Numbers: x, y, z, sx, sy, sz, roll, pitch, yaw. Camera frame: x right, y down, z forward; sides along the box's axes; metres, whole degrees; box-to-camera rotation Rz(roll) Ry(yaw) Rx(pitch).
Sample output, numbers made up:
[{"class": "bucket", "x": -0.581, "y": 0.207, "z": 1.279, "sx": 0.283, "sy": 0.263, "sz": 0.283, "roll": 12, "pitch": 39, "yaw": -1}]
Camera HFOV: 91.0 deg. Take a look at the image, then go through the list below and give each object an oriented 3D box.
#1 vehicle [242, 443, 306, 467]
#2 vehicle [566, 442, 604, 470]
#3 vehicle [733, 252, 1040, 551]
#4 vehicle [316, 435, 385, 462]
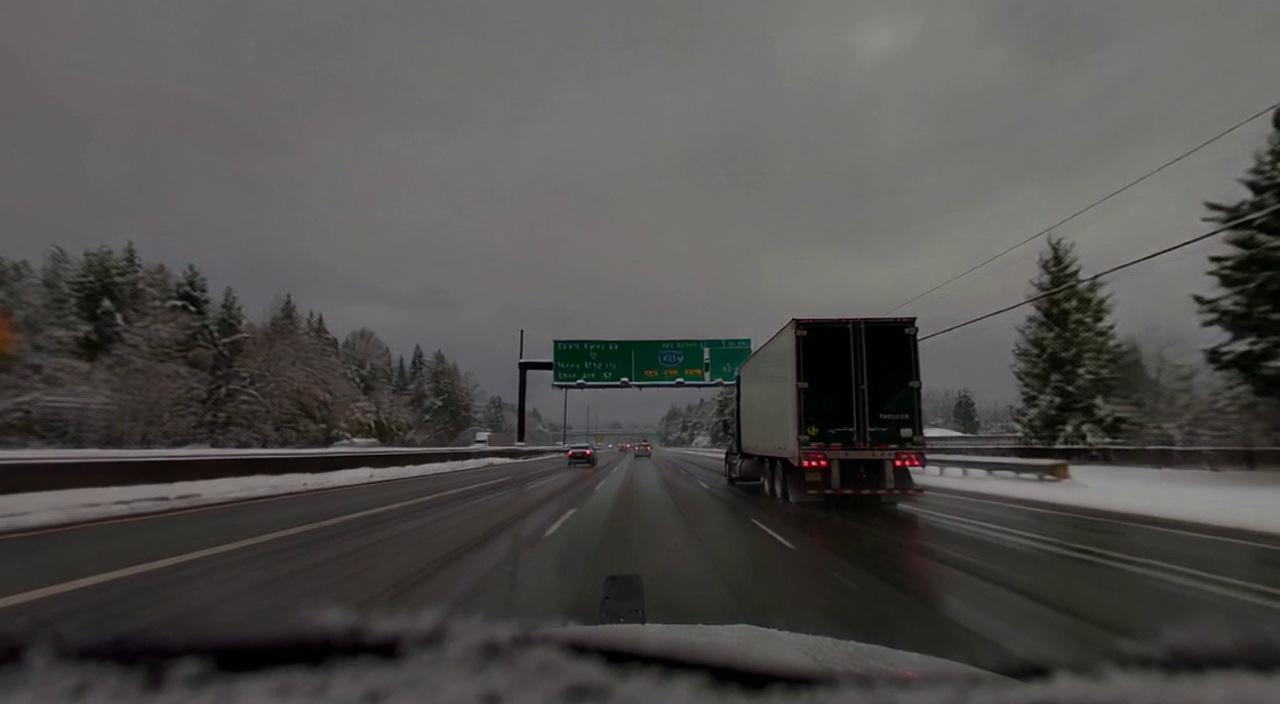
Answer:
[{"class": "vehicle", "x": -24.603, "y": 6.936, "z": 42.484, "sx": 1.938, "sy": 1.539, "sz": 3.945, "roll": 0, "pitch": -9, "yaw": 0}, {"class": "vehicle", "x": -3.407, "y": 6.546, "z": 39.752, "sx": 2.000, "sy": 1.658, "sz": 4.155, "roll": 0, "pitch": -9, "yaw": 0}, {"class": "vehicle", "x": 3.785, "y": 1.134, "z": 12.115, "sx": 3.042, "sy": 4.037, "sz": 7.253, "roll": 0, "pitch": -9, "yaw": 1}, {"class": "vehicle", "x": -21.067, "y": 7.046, "z": 46.088, "sx": 2.206, "sy": 1.777, "sz": 5.688, "roll": 0, "pitch": -9, "yaw": 2}]
